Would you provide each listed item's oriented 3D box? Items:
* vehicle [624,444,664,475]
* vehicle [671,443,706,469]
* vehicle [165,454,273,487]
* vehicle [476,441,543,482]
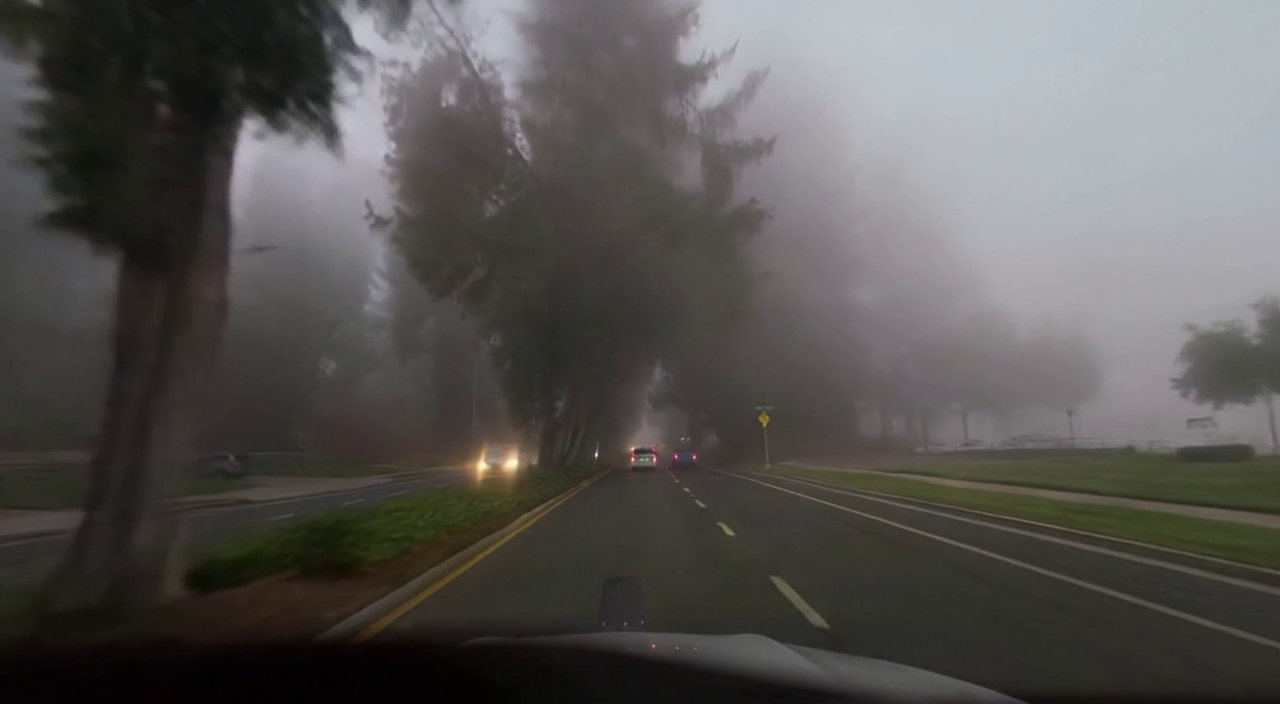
[{"bbox_3d":[0.249,6.008,35.454,2.109,1.612,3.963,0,-9,1],"label":"vehicle"},{"bbox_3d":[3.565,7.716,46.928,2.189,1.766,4.495,0,-9,0],"label":"vehicle"},{"bbox_3d":[-22.381,6.282,33.626,4.330,1.656,2.001,-1,-9,3],"label":"vehicle"},{"bbox_3d":[-6.245,5.310,30.785,2.247,1.825,4.618,0,-9,1],"label":"vehicle"}]
